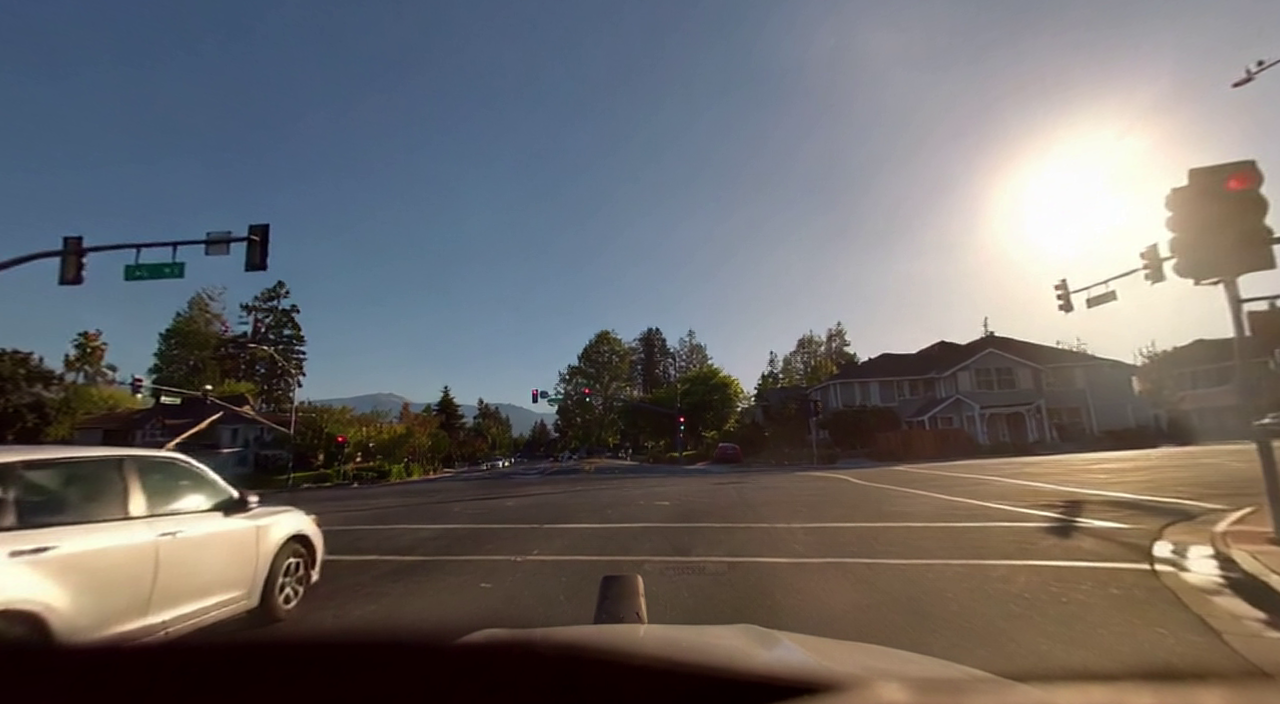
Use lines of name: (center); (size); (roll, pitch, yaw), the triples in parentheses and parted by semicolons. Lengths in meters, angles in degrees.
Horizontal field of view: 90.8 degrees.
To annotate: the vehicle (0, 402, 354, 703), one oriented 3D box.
vehicle: (-3.681, 1.202, 4.121); (1.777, 1.537, 3.831); (0, -9, 0)
